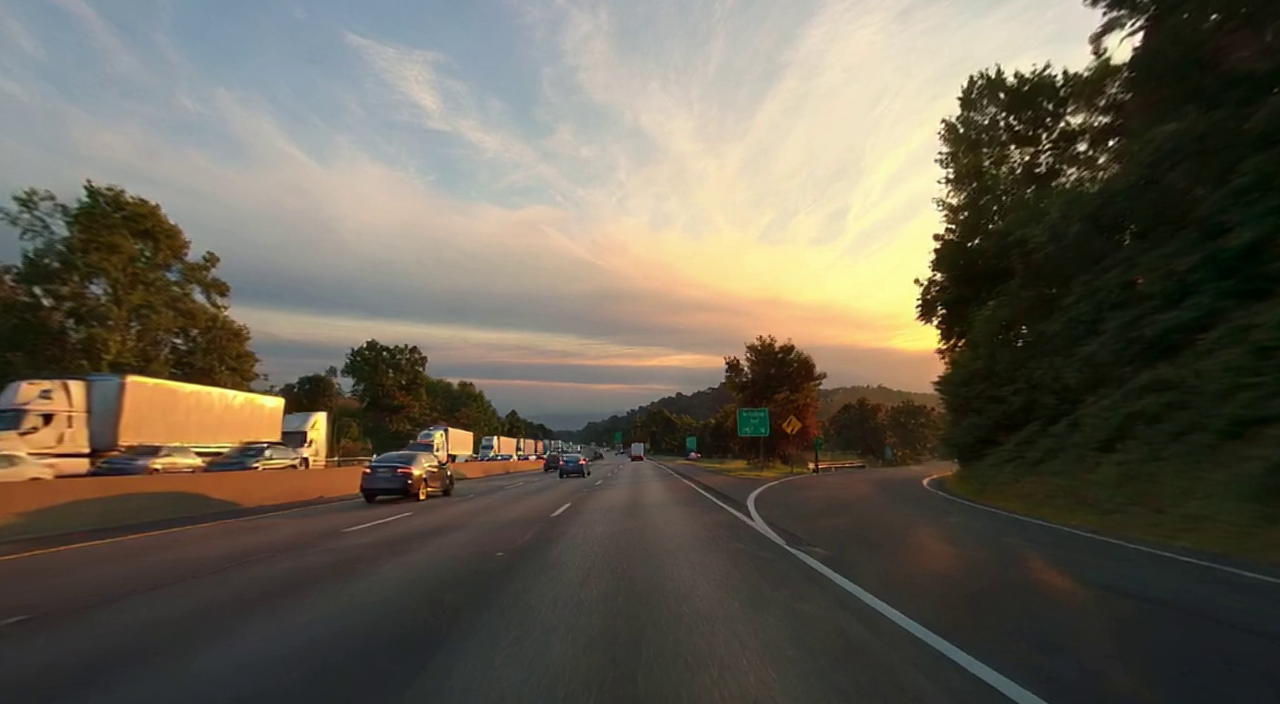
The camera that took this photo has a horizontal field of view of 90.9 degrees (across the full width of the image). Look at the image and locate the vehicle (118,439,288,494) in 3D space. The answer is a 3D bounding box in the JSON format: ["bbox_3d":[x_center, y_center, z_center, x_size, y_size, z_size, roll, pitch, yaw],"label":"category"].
[{"bbox_3d":[-14.666,3.870,21.678,2.115,1.618,5.215,0,-9,0],"label":"vehicle"}]

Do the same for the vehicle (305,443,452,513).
[{"bbox_3d":[-7.178,3.492,17.971,2.122,1.685,4.714,0,-9,0],"label":"vehicle"}]

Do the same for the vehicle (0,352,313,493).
[{"bbox_3d":[-18.653,3.342,25.827,2.861,4.174,13.816,1,-11,0],"label":"vehicle"}]

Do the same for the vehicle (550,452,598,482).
[{"bbox_3d":[-3.392,5.980,33.027,2.076,1.453,4.094,0,-9,0],"label":"vehicle"}]
